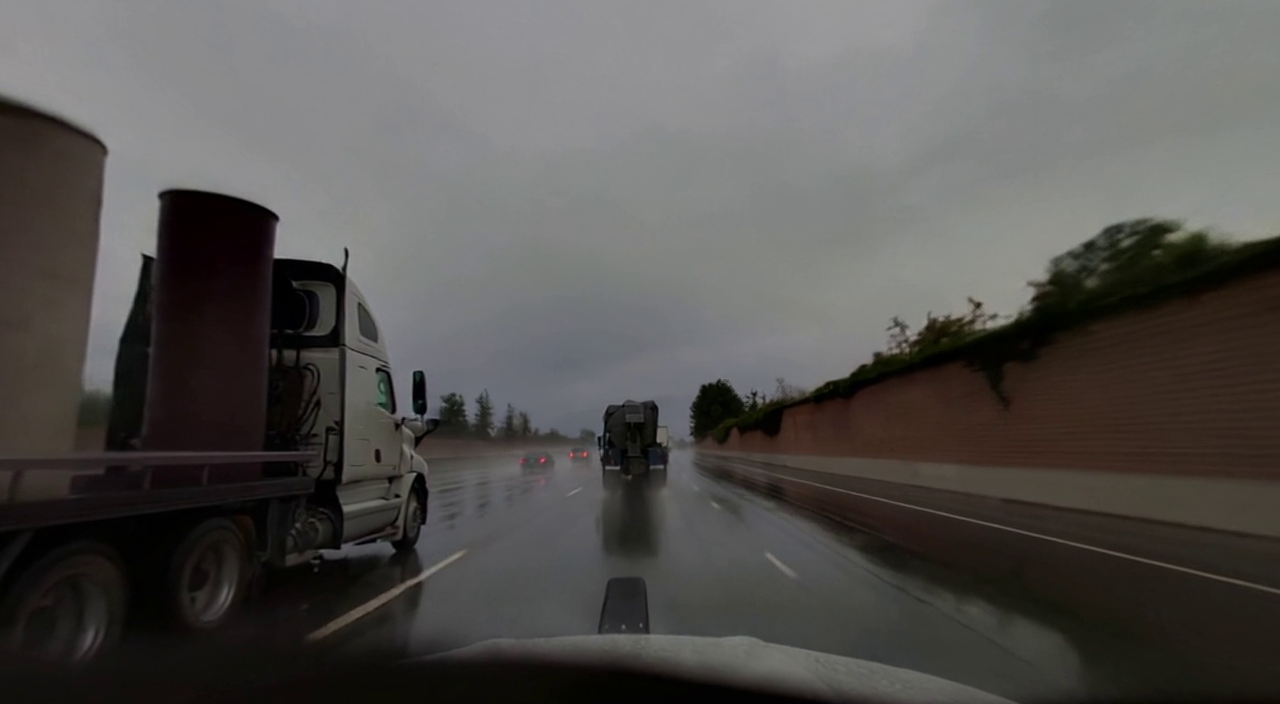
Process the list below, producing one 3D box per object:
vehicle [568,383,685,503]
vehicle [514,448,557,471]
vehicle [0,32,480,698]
[{"bbox_3d":[-0.800,2.980,20.687,2.798,3.071,8.412,1,-9,-8],"label":"vehicle"},{"bbox_3d":[-7.005,7.266,42.771,2.006,1.458,4.700,0,-8,2],"label":"vehicle"},{"bbox_3d":[-4.053,0.362,6.657,2.998,3.992,5.800,0,-8,2],"label":"vehicle"}]
